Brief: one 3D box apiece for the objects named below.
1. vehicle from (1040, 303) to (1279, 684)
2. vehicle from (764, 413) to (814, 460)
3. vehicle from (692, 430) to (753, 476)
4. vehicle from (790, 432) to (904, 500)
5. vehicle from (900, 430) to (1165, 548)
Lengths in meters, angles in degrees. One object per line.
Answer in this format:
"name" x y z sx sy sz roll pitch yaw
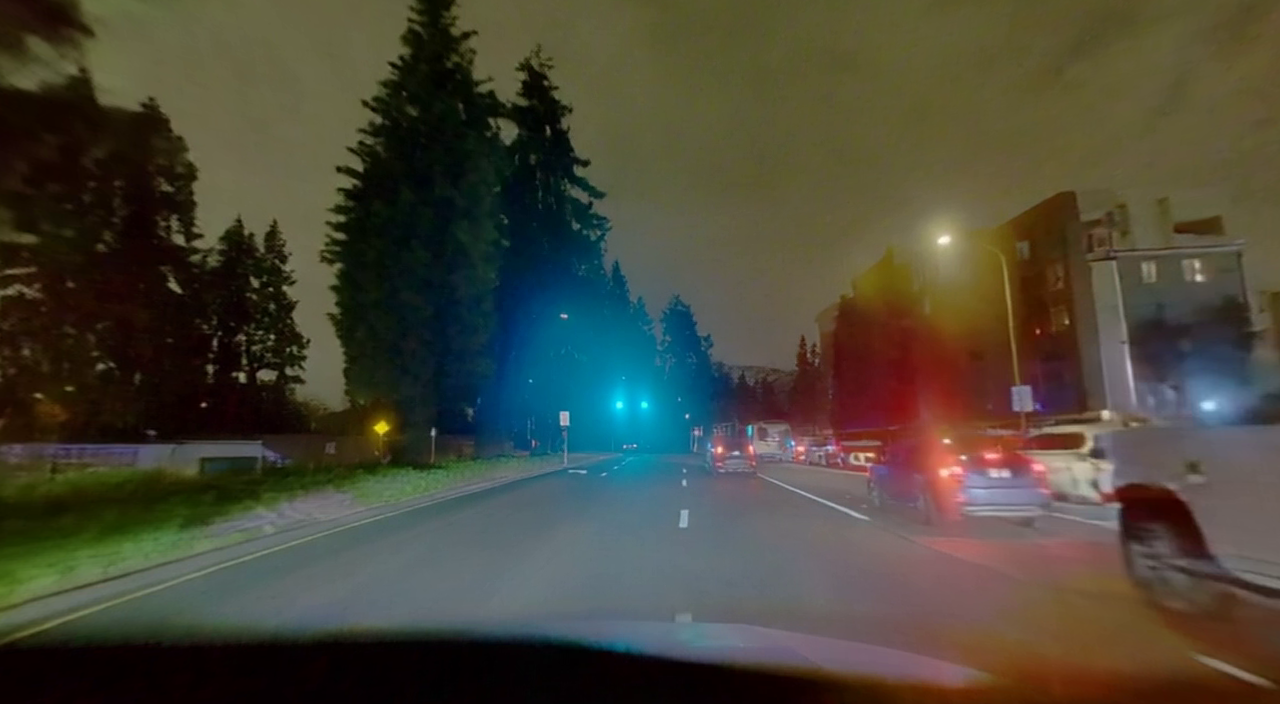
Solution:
"vehicle" 4.626 0.646 2.541 2.268 2.090 6.113 -1 -8 3
"vehicle" 7.852 4.521 33.575 1.933 2.309 3.468 -1 -8 3
"vehicle" 3.254 4.094 25.835 2.052 1.693 4.554 0 -8 2
"vehicle" 6.060 3.321 19.151 1.803 1.754 4.480 -1 -7 -1
"vehicle" 5.853 2.048 10.127 1.915 1.480 3.925 -1 -8 4
